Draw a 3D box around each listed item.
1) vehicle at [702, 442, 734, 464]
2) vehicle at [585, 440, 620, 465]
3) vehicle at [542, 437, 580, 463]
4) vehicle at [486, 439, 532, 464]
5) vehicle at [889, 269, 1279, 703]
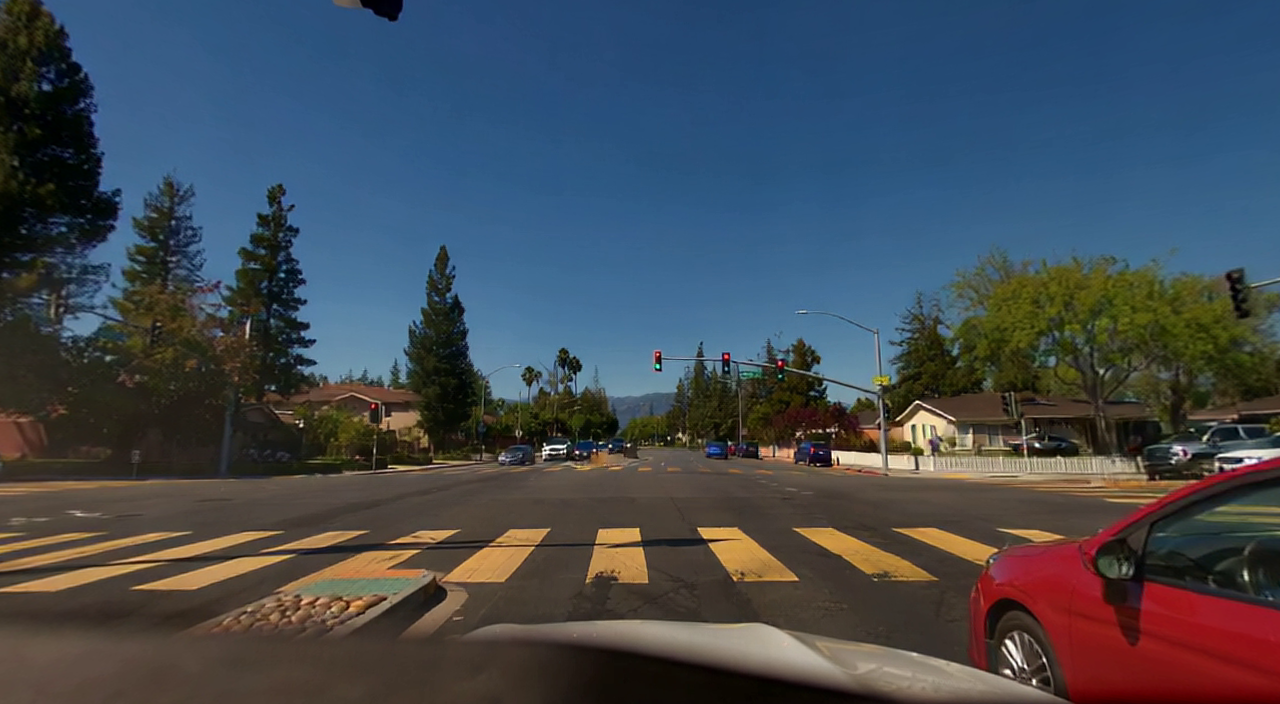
[{"bbox_3d":[5.842,7.475,46.976,2.104,1.518,4.999,-1,-9,10],"label":"vehicle"},{"bbox_3d":[-2.393,6.603,41.620,2.046,1.491,4.118,0,-9,0],"label":"vehicle"},{"bbox_3d":[-5.533,6.917,44.545,2.091,1.707,4.157,0,-9,1],"label":"vehicle"},{"bbox_3d":[-8.947,6.861,43.632,2.028,1.654,5.027,0,-9,1],"label":"vehicle"},{"bbox_3d":[2.709,0.708,1.724,2.085,1.800,4.908,0,-9,1],"label":"vehicle"}]
